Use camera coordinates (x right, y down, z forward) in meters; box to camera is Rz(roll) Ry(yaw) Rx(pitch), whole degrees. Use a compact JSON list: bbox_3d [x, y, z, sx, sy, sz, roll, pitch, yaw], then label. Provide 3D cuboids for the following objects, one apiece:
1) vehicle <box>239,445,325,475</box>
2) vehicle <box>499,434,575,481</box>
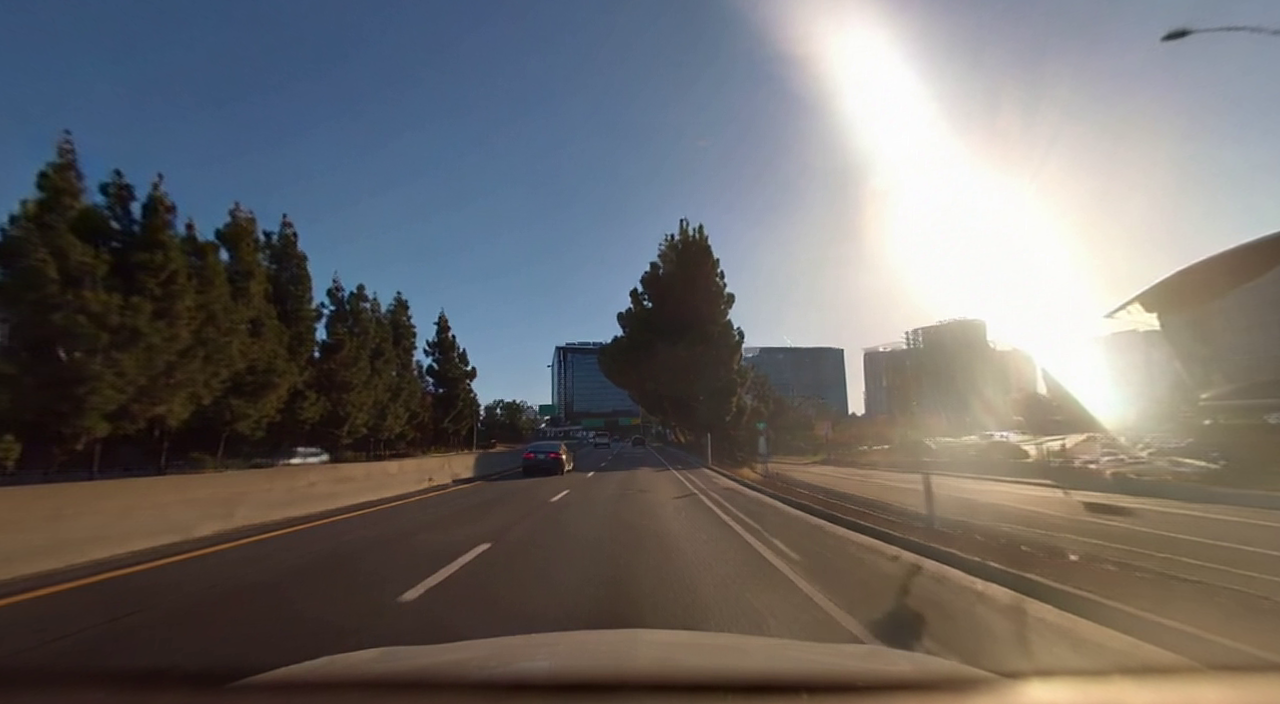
[{"bbox_3d":[-19.375,5.832,34.466,1.895,1.514,4.766,0,-8,0],"label":"vehicle"},{"bbox_3d":[-3.633,3.828,23.236,1.984,1.521,4.682,0,-8,1],"label":"vehicle"}]
